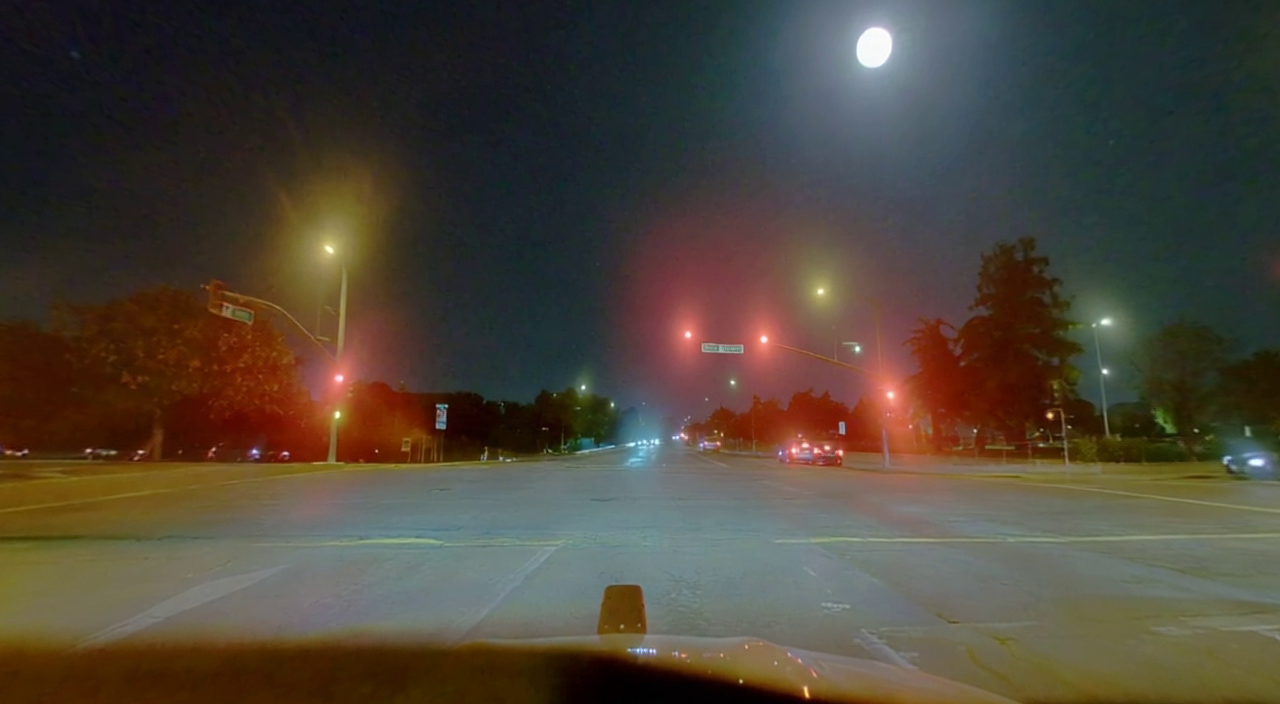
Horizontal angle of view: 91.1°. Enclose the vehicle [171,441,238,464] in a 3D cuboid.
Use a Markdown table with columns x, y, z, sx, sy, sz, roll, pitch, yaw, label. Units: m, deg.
| x | y | z | sx | sy | sz | roll | pitch | yaw | label |
| --- | --- | --- | --- | --- | --- | --- | --- | --- | --- |
| -29.104 | 6.718 | 42.084 | 1.696 | 1.431 | 3.686 | -1 | -8 | 3 | vehicle |
